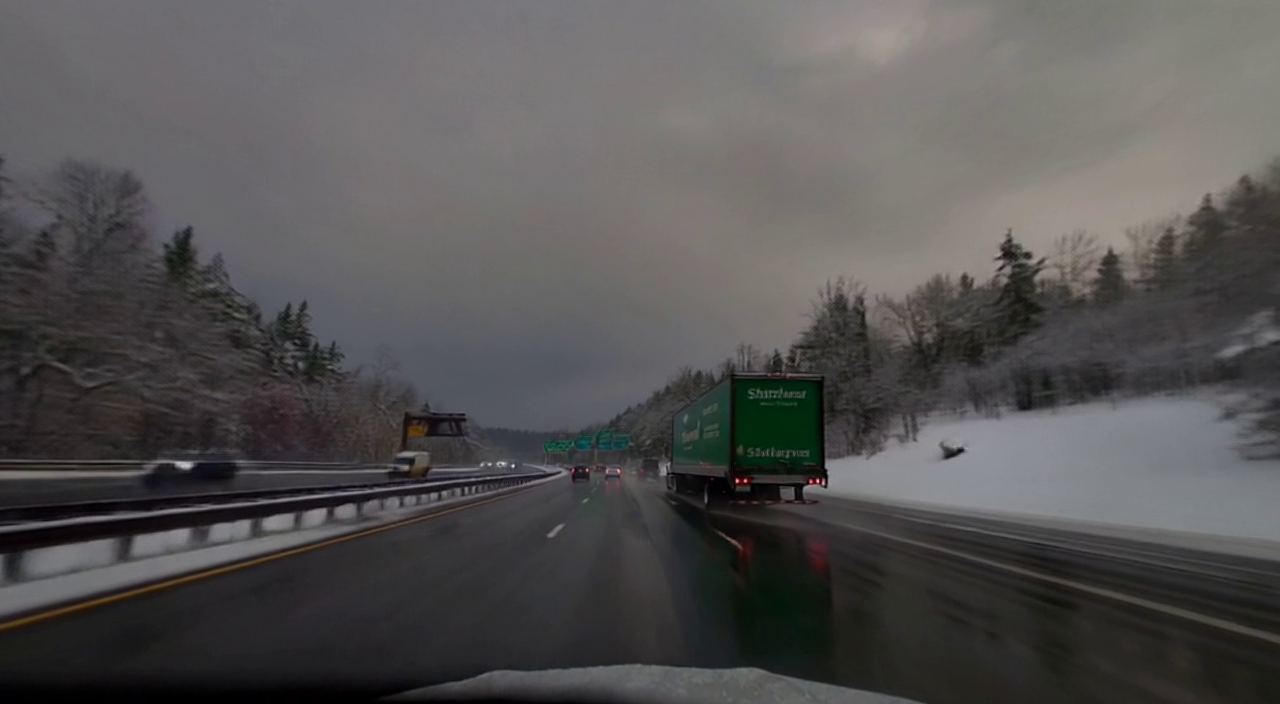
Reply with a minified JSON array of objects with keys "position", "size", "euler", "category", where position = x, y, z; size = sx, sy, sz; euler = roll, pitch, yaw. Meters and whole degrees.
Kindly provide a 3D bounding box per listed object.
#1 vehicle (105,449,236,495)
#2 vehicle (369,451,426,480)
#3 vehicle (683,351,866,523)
[{"position":[-17.132,4.420,23.258],"size":[1.882,1.505,3.868],"euler":[1,-11,-2],"category":"vehicle"},{"position":[-18.012,8.490,47.097],"size":[2.079,1.951,6.068],"euler":[1,-11,-3],"category":"vehicle"},{"position":[3.871,3.398,22.952],"size":[2.992,4.300,13.967],"euler":[1,-11,-2],"category":"vehicle"}]
